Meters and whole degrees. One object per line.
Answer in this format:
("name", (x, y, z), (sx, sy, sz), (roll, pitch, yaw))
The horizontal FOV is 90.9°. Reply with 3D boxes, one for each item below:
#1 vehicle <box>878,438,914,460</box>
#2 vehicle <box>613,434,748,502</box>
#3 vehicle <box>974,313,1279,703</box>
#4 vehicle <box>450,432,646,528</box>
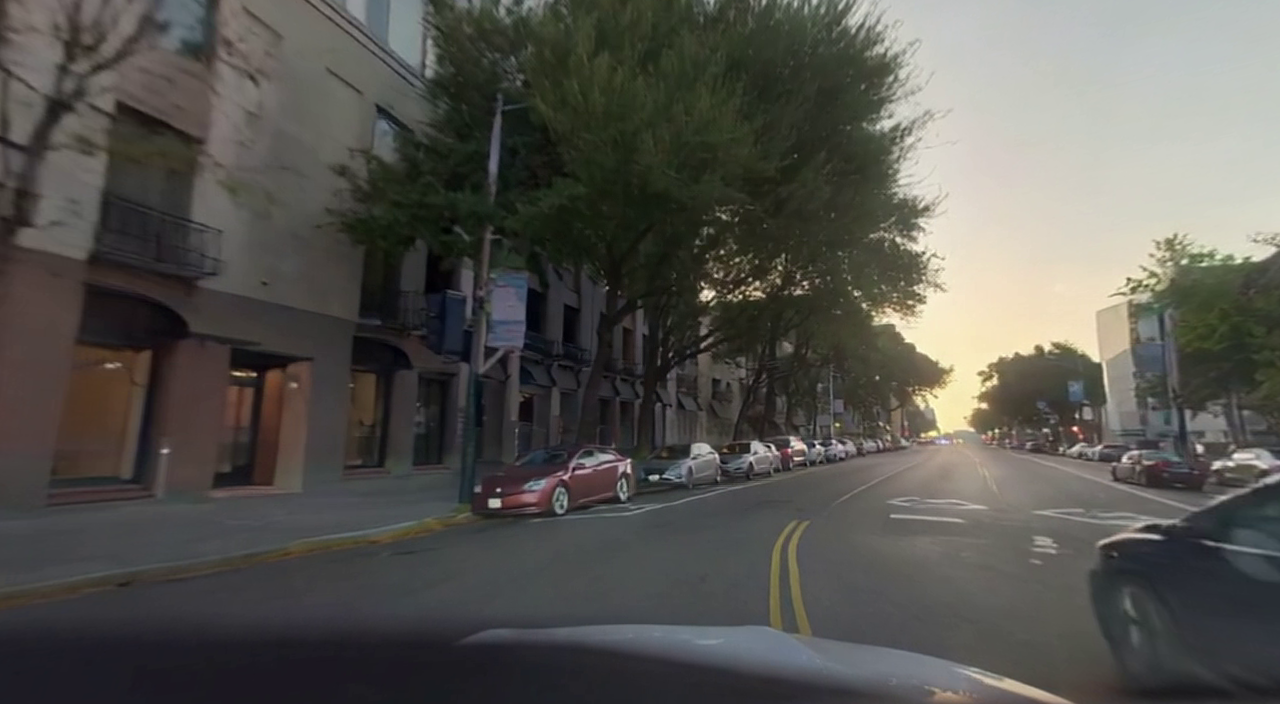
("vehicle", (18.039, 6.800, 44.311), (1.852, 1.465, 4.092), (-4, -9, 27))
("vehicle", (1.345, 3.249, 18.251), (2.179, 1.658, 4.765), (-4, -9, 27))
("vehicle", (3.821, 0.735, 2.119), (2.411, 1.899, 5.993), (0, -8, 3))
("vehicle", (-1.669, 2.526, 13.150), (1.922, 1.628, 4.291), (-4, -9, 26))
